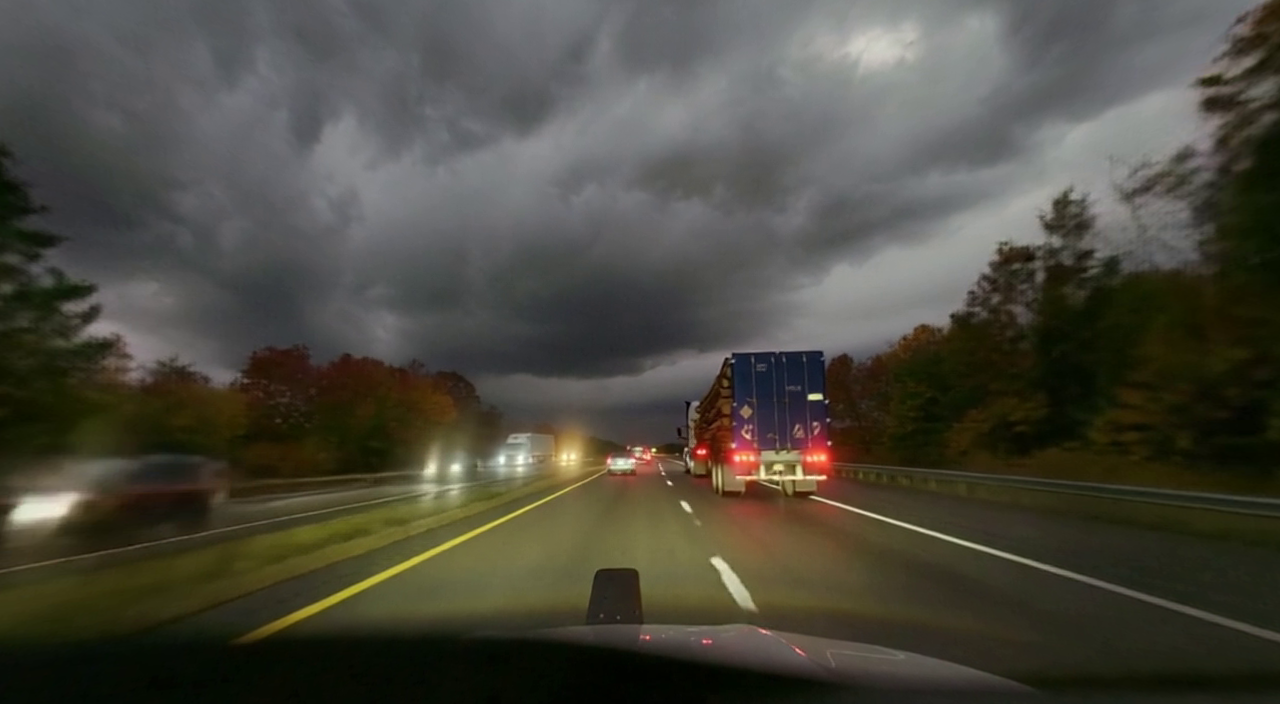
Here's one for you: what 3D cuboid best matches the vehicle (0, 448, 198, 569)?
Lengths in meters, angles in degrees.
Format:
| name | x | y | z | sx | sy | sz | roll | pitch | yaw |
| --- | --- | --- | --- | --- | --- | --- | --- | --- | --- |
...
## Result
| name | x | y | z | sx | sy | sz | roll | pitch | yaw |
| --- | --- | --- | --- | --- | --- | --- | --- | --- | --- |
| vehicle | -9.658 | 2.347 | 9.909 | 1.946 | 1.628 | 4.553 | -1 | -9 | 1 |

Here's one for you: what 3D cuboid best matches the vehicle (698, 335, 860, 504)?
| name | x | y | z | sx | sy | sz | roll | pitch | yaw |
| --- | --- | --- | --- | --- | --- | --- | --- | --- | --- |
| vehicle | 3.592 | 2.184 | 18.825 | 3.004 | 3.923 | 8.363 | -1 | -9 | 1 |

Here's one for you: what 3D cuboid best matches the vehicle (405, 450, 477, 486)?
| name | x | y | z | sx | sy | sz | roll | pitch | yaw |
| --- | --- | --- | --- | --- | --- | --- | --- | --- | --- |
| vehicle | -9.645 | 5.630 | 30.754 | 1.979 | 1.587 | 4.372 | -1 | -9 | 2 |

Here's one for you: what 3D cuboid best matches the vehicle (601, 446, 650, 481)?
| name | x | y | z | sx | sy | sz | roll | pitch | yaw |
| --- | --- | --- | --- | --- | --- | --- | --- | --- | --- |
| vehicle | -0.607 | 5.199 | 29.557 | 2.099 | 1.506 | 4.097 | -1 | -9 | 1 |
